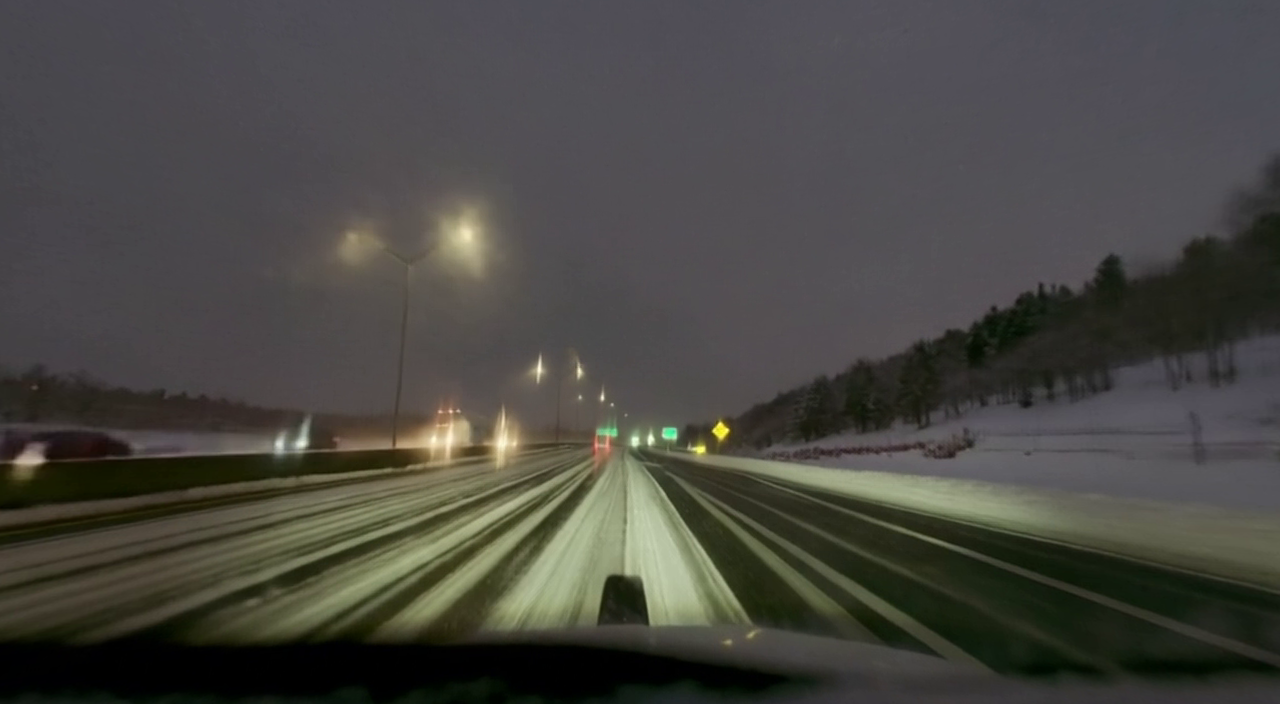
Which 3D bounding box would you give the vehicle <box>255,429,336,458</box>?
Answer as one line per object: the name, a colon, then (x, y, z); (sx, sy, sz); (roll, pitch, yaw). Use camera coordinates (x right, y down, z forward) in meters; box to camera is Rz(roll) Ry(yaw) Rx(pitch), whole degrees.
vehicle: (-21.089, 5.656, 38.901); (2.147, 1.654, 5.269); (0, -8, -2)
